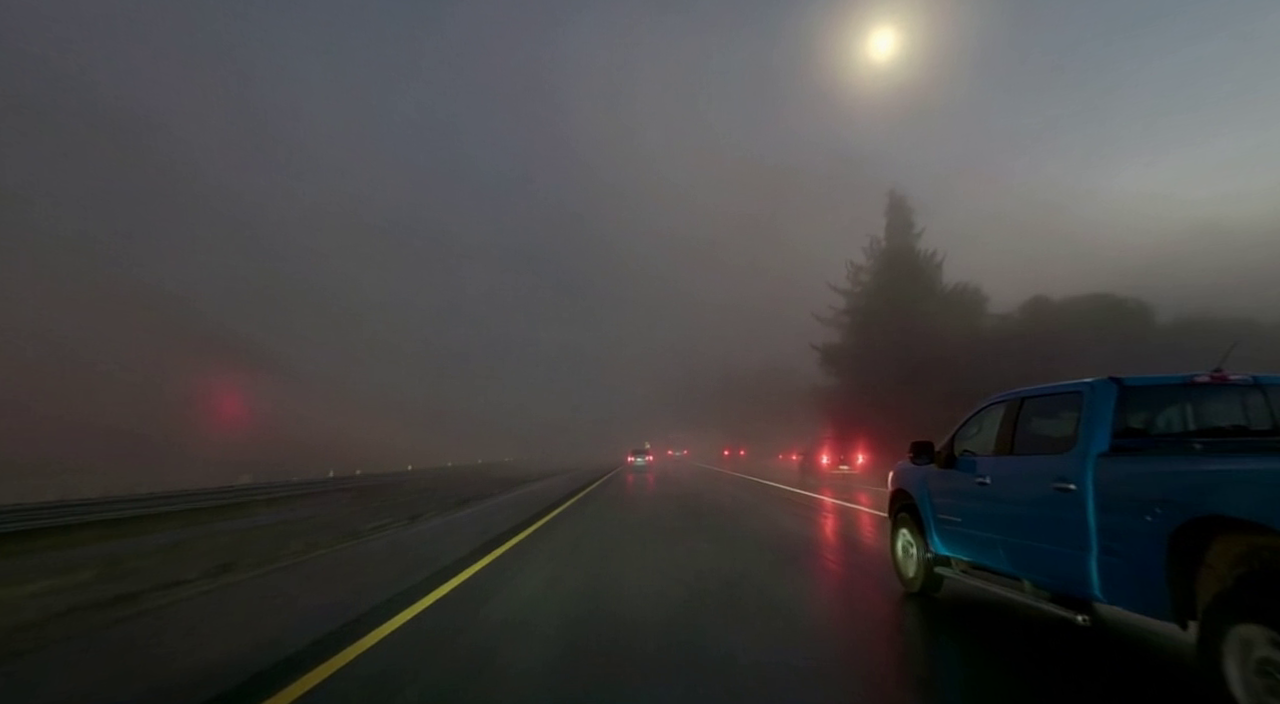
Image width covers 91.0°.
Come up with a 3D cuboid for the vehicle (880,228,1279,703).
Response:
[{"bbox_3d":[3.580,0.742,3.399,2.354,2.079,5.586,0,-9,0],"label":"vehicle"}]

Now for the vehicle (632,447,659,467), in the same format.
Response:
[{"bbox_3d":[0.410,8.106,48.700,2.030,1.473,3.926,0,-9,0],"label":"vehicle"}]

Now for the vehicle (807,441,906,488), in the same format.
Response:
[{"bbox_3d":[7.766,4.064,23.063,1.989,1.526,4.443,0,-9,-1],"label":"vehicle"}]
